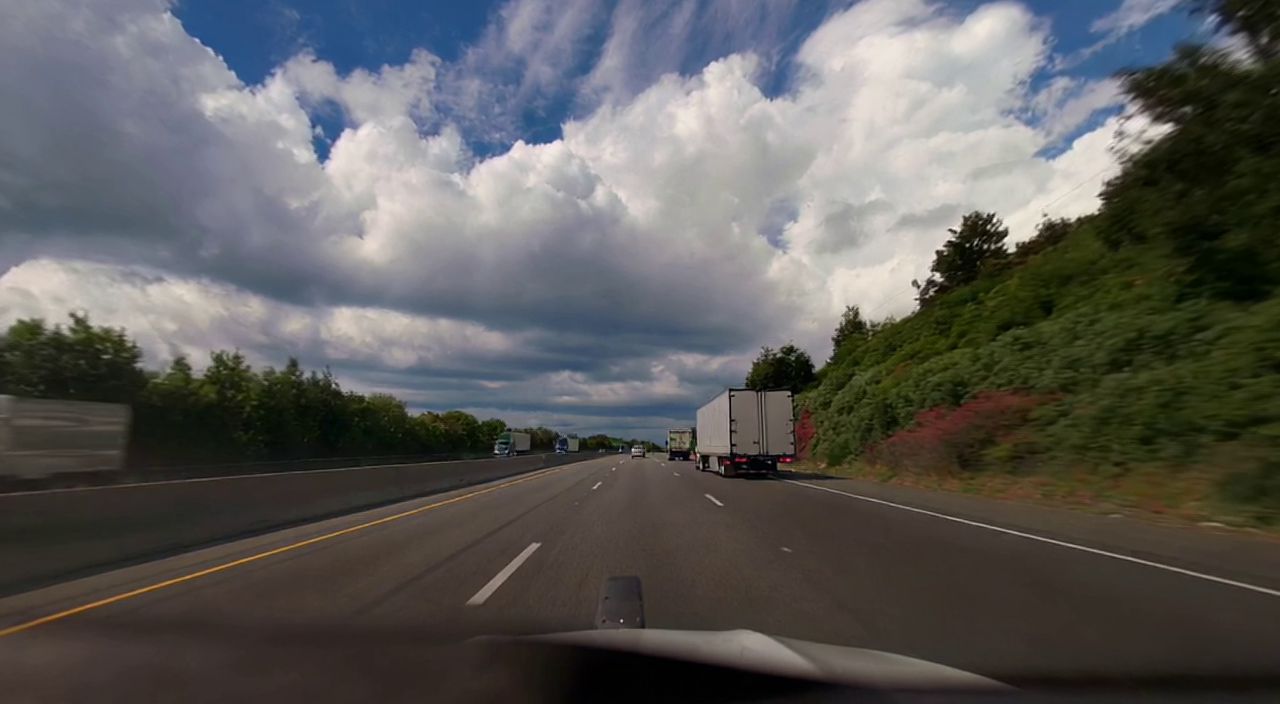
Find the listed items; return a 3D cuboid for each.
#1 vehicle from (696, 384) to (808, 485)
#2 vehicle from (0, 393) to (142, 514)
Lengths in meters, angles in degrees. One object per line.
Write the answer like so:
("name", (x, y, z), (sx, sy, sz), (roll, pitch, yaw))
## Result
("vehicle", (4.688, 3.930, 29.078), (3.032, 3.785, 10.333), (0, -9, -1))
("vehicle", (-19.039, 2.920, 18.109), (2.979, 3.294, 7.760), (0, -9, 1))
